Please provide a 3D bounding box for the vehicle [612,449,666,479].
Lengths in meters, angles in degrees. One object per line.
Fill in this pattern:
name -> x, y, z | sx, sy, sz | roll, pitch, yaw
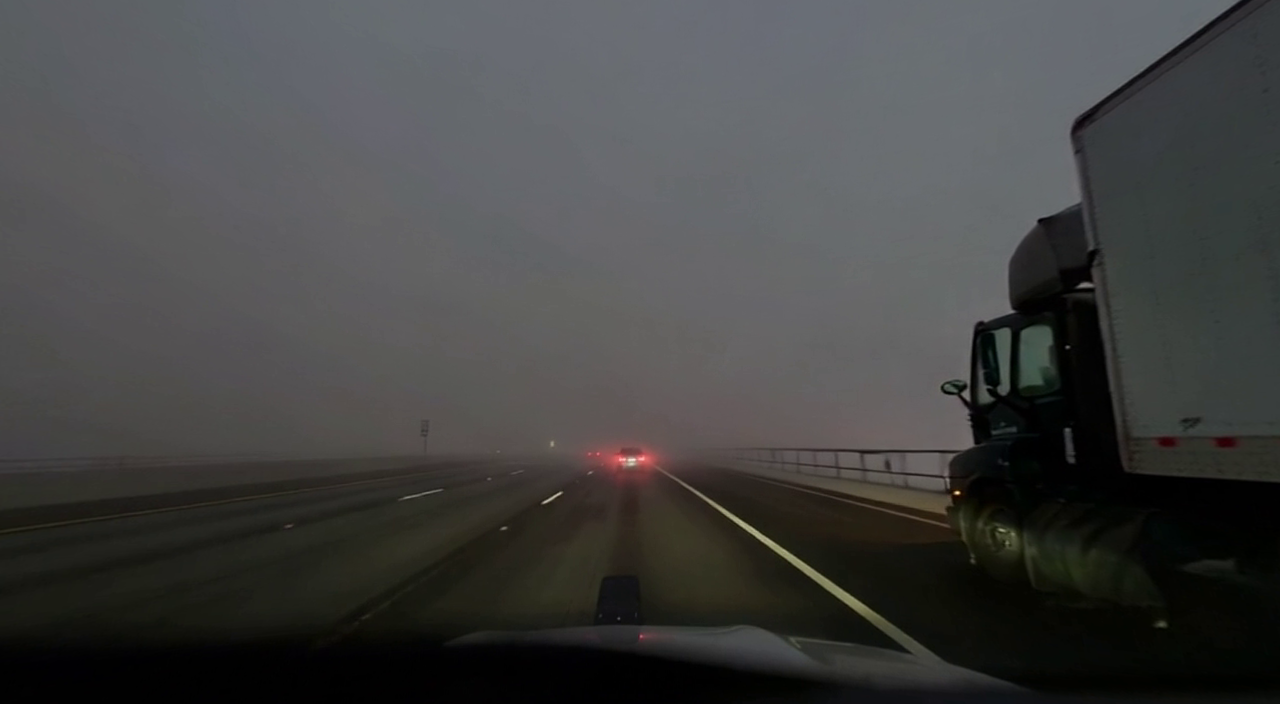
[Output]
vehicle -> -0.154, 5.500, 31.184 | 2.398, 1.336, 5.698 | 0, -9, -2
